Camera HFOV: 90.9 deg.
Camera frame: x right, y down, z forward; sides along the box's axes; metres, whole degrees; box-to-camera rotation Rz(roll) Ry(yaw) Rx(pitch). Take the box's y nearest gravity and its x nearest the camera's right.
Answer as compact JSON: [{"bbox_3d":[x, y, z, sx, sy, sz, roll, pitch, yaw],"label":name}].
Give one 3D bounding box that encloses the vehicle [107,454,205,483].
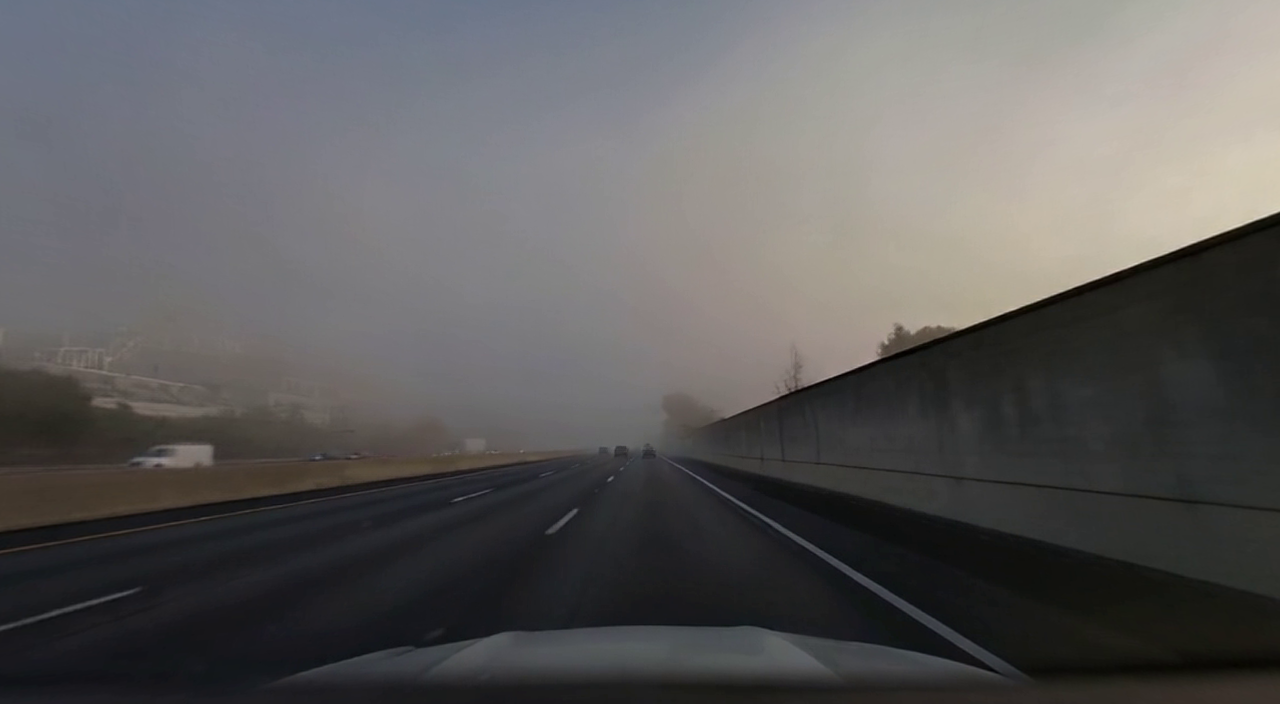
[{"bbox_3d":[-27.718,6.653,36.351,1.834,1.475,4.756,0,-8,1],"label":"vehicle"}]
